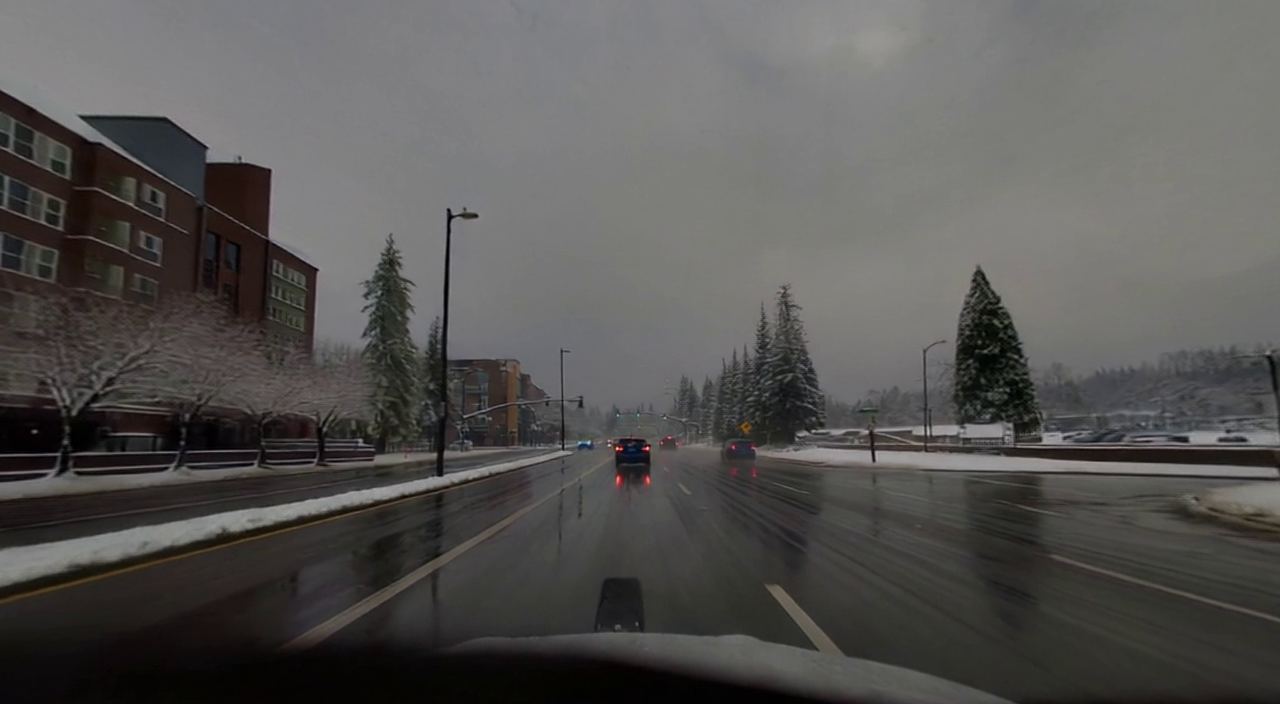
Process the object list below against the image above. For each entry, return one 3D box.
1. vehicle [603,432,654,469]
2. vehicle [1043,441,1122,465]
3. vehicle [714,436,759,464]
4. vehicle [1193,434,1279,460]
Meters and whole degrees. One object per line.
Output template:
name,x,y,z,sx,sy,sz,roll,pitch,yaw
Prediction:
vehicle,-0.607,5.631,36.080,2.682,1.908,5.706,0,-9,0
vehicle,33.033,7.536,47.122,1.912,1.702,4.303,5,-10,-28
vehicle,6.532,6.715,43.100,2.136,1.799,4.796,1,-9,-2
vehicle,43.741,6.857,45.521,1.967,1.788,5.041,5,-10,-30
